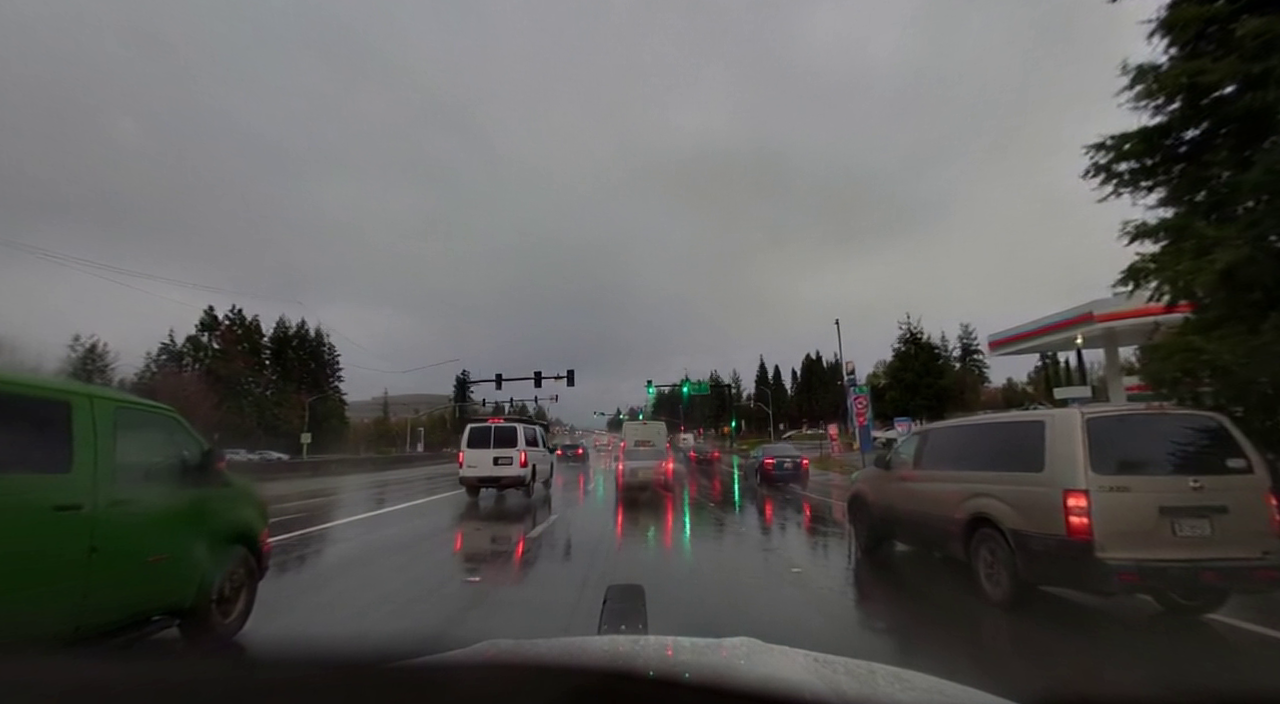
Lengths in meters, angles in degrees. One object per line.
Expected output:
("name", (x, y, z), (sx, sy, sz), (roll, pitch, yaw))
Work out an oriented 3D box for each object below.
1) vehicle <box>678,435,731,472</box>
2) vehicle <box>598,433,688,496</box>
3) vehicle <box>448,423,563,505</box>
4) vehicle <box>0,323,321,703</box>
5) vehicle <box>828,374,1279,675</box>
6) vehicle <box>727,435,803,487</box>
("vehicle", (3.279, 5.302, 32.978), (2.193, 1.795, 5.130), (0, -8, 0))
("vehicle", (0.067, 3.478, 19.928), (2.426, 1.703, 5.602), (0, -8, 0))
("vehicle", (-3.508, 3.032, 17.477), (2.025, 1.936, 4.995), (0, -8, 1))
("vehicle", (-3.494, 0.728, 2.143), (2.002, 1.747, 5.173), (0, -8, 1))
("vehicle", (3.671, 1.379, 6.229), (2.055, 1.786, 4.817), (0, -8, -1))
("vehicle", (4.505, 3.998, 23.371), (2.119, 1.696, 4.623), (0, -8, 3))
